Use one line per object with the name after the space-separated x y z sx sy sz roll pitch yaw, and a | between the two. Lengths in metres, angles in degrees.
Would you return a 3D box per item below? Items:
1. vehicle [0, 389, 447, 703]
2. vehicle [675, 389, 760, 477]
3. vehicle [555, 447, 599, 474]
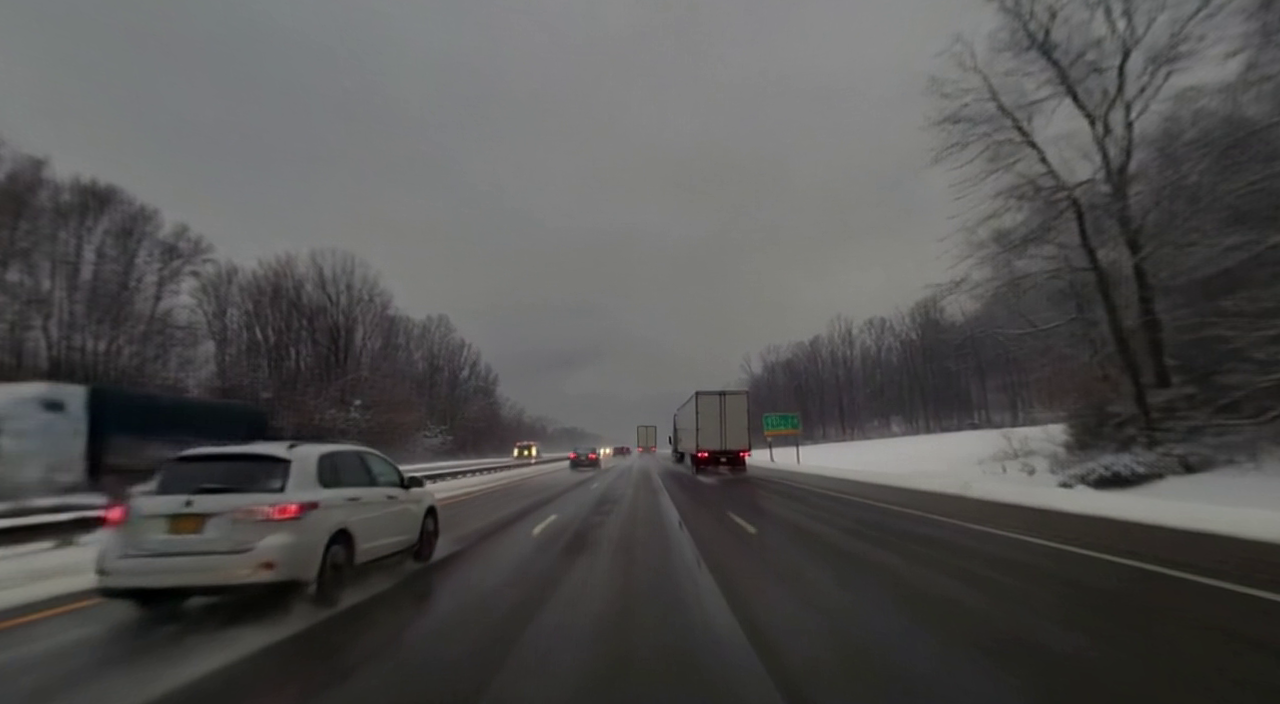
-3.276 1.279 4.641 2.104 1.526 4.940 0 -9 1 | vehicle
4.018 4.920 36.695 2.974 4.083 14.389 0 -9 0 | vehicle
-3.609 6.331 36.922 2.121 1.445 4.651 0 -9 0 | vehicle
